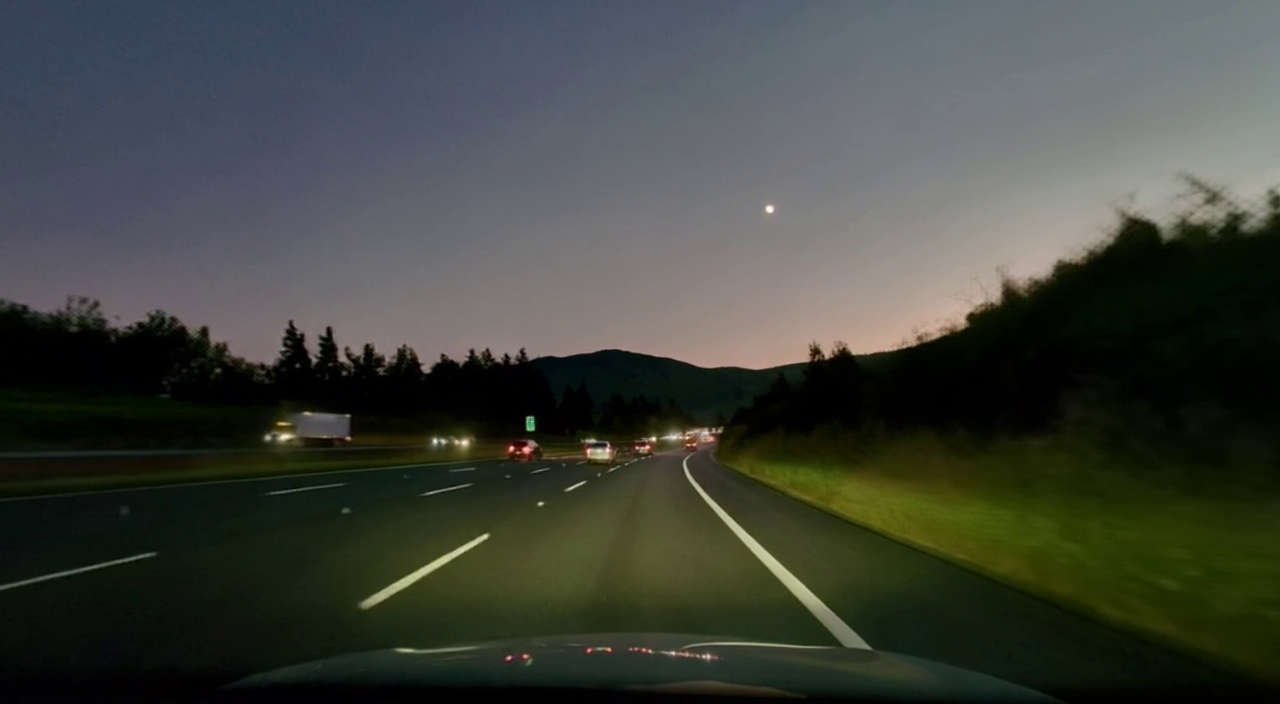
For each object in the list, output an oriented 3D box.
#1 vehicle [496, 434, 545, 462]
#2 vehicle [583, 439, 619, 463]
[{"bbox_3d":[-9.057,7.314,48.130,2.264,1.980,5.574,0,-9,4],"label":"vehicle"},{"bbox_3d":[-2.758,7.129,45.387,2.035,1.673,4.469,0,-9,4],"label":"vehicle"}]
